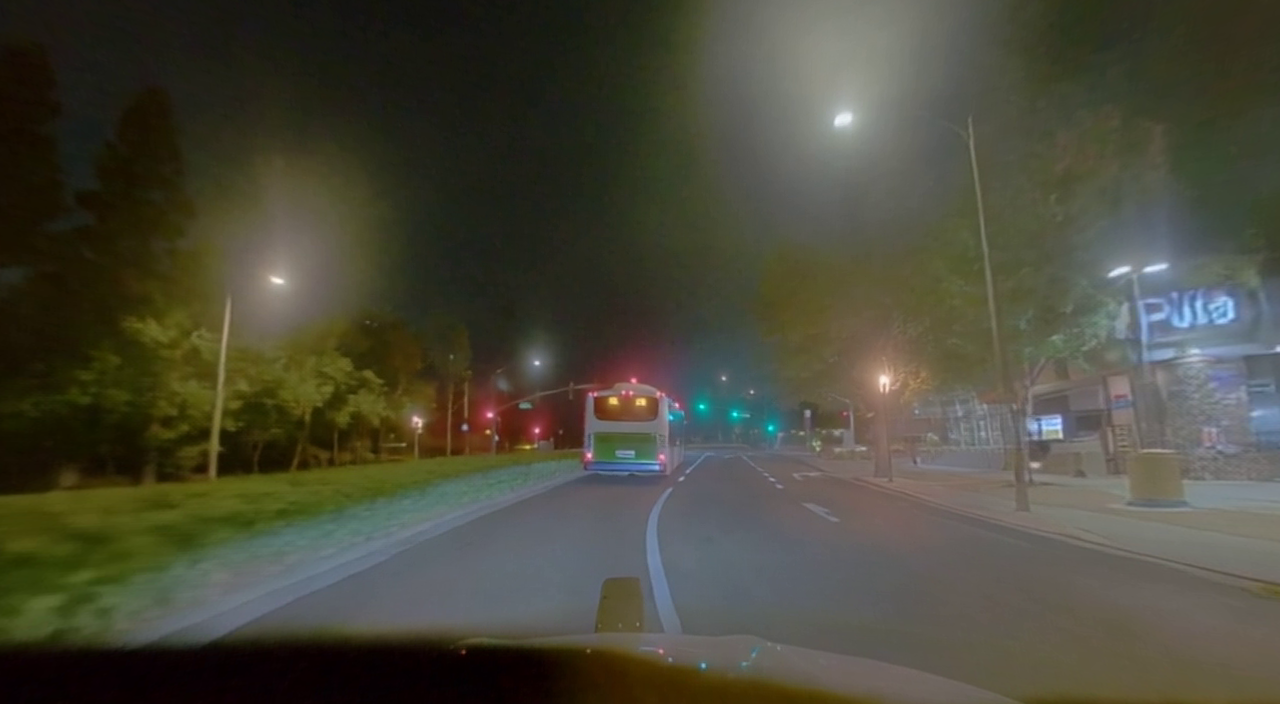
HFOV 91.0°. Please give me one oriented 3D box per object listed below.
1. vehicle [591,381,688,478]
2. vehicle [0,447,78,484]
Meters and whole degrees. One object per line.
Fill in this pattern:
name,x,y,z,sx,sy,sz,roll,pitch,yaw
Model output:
vehicle,0.363,3.603,27.905,3.031,3.429,11.005,-1,-9,6
vehicle,-28.602,5.135,28.320,1.798,1.484,4.546,-4,-8,20
